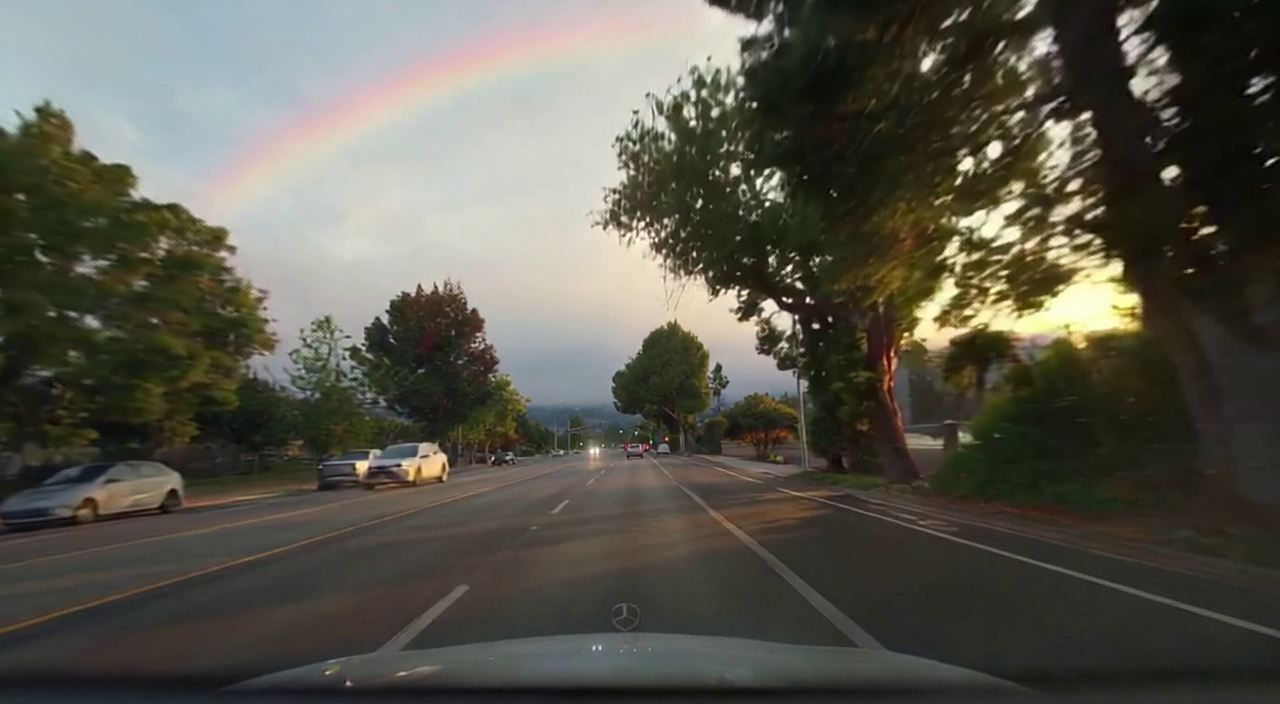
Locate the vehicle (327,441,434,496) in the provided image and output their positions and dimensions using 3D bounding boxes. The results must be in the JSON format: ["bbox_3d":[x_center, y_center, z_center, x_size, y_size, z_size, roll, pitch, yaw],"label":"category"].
[{"bbox_3d":[-9.958,4.491,24.810,2.110,1.811,5.190,-2,-9,-1],"label":"vehicle"}]

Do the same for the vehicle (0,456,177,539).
[{"bbox_3d":[-14.491,3.644,16.301,2.054,1.630,4.211,-4,-7,-3],"label":"vehicle"}]
